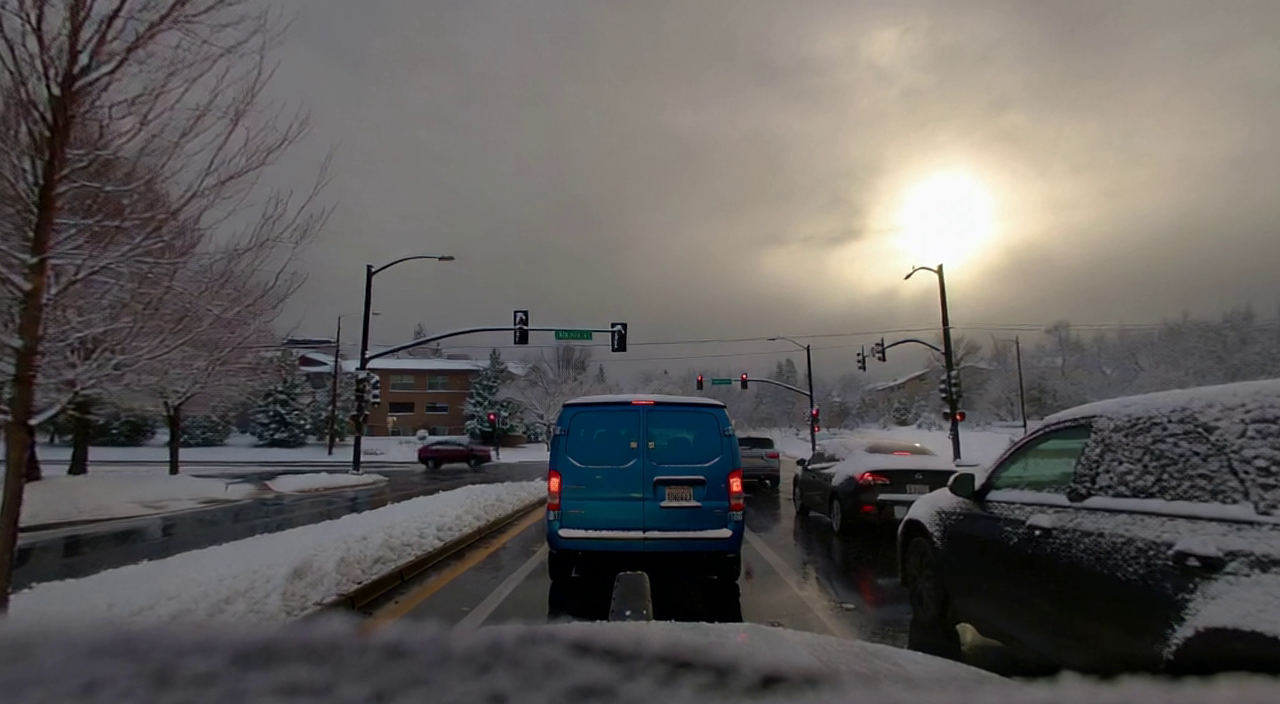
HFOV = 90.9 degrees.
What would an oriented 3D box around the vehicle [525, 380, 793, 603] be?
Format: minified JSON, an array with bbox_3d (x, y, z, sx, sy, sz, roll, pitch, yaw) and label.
[{"bbox_3d":[0.169,1.465,7.436,2.185,1.822,4.391,0,-8,0],"label":"vehicle"}]

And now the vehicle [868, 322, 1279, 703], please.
[{"bbox_3d":[2.896,0.948,3.177,1.971,1.663,4.287,0,-8,2],"label":"vehicle"}]

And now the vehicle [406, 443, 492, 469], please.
[{"bbox_3d":[-11.195,6.150,37.267,4.664,1.449,1.992,2,-9,-14],"label":"vehicle"}]
